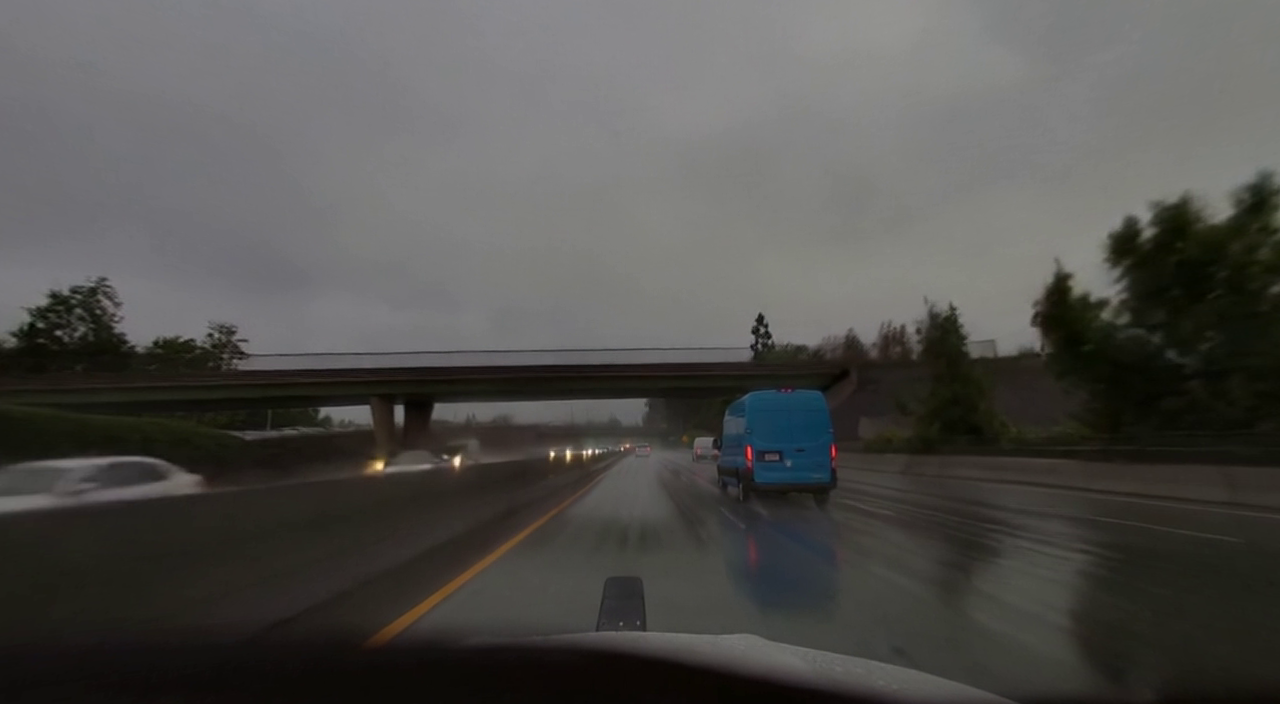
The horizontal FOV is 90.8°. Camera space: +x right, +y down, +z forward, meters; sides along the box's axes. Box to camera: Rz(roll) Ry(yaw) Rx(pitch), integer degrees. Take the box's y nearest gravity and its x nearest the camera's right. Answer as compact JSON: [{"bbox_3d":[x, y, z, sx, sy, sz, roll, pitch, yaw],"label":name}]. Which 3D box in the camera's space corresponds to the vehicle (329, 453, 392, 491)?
[{"bbox_3d":[-15.254,6.546,34.612,1.912,1.893,3.151,-1,-9,1],"label":"vehicle"}]

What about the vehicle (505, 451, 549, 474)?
[{"bbox_3d":[-7.575,7.444,42.819,1.932,1.381,5.404,-1,-9,1],"label":"vehicle"}]

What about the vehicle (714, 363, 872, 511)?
[{"bbox_3d":[3.692,2.346,17.119,2.460,3.155,6.902,0,-9,0],"label":"vehicle"}]

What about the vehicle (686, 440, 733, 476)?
[{"bbox_3d":[3.623,5.596,33.511,2.009,1.731,4.149,0,-9,0],"label":"vehicle"}]
